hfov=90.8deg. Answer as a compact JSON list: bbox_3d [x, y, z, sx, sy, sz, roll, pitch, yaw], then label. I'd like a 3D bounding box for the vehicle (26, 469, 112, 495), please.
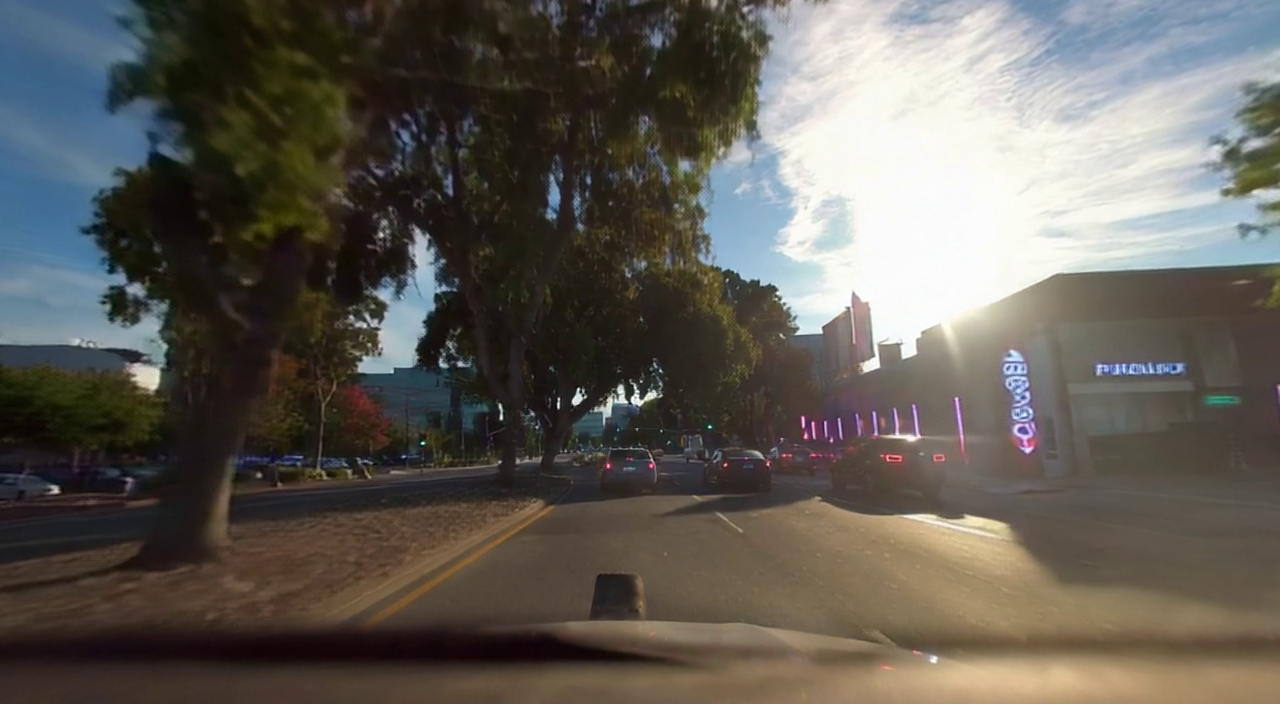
[{"bbox_3d":[-41.097,9.329,45.624,1.864,1.585,4.629,-1,-9,-1],"label":"vehicle"}]

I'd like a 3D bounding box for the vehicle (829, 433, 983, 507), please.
[{"bbox_3d":[7.035,3.180,17.426,2.052,1.708,4.842,0,-9,-1],"label":"vehicle"}]

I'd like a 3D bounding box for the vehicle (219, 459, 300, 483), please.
[{"bbox_3d":[-28.005,8.770,46.585,4.640,1.640,2.026,-1,-9,1],"label":"vehicle"}]

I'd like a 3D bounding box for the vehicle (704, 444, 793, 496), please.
[{"bbox_3d":[3.362,3.742,20.378,1.993,1.477,4.240,0,-9,-2],"label":"vehicle"}]

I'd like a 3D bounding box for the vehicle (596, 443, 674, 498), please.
[{"bbox_3d":[-0.225,3.554,19.271,2.101,1.444,4.248,0,-9,-2],"label":"vehicle"}]

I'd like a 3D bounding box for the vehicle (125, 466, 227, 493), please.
[{"bbox_3d":[-28.200,7.770,38.468,4.693,1.499,1.838,0,-9,0],"label":"vehicle"}]
